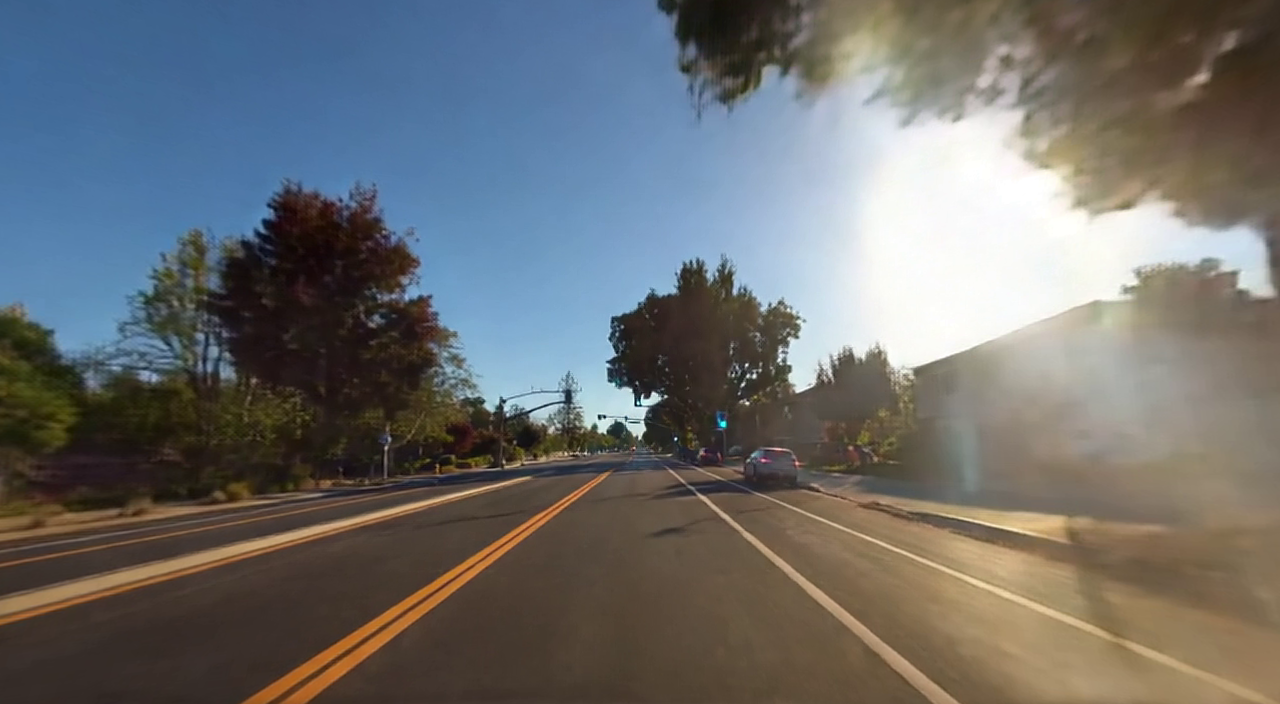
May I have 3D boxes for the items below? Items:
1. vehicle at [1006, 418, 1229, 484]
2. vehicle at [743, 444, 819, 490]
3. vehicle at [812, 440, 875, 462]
[{"bbox_3d":[12.849,2.702,17.218,4.476,1.686,1.878,0,-9,1],"label":"vehicle"},{"bbox_3d":[5.172,4.257,23.695,1.955,1.549,4.129,0,-9,1],"label":"vehicle"},{"bbox_3d":[14.253,6.962,44.316,3.745,1.540,1.951,0,-9,1],"label":"vehicle"}]
